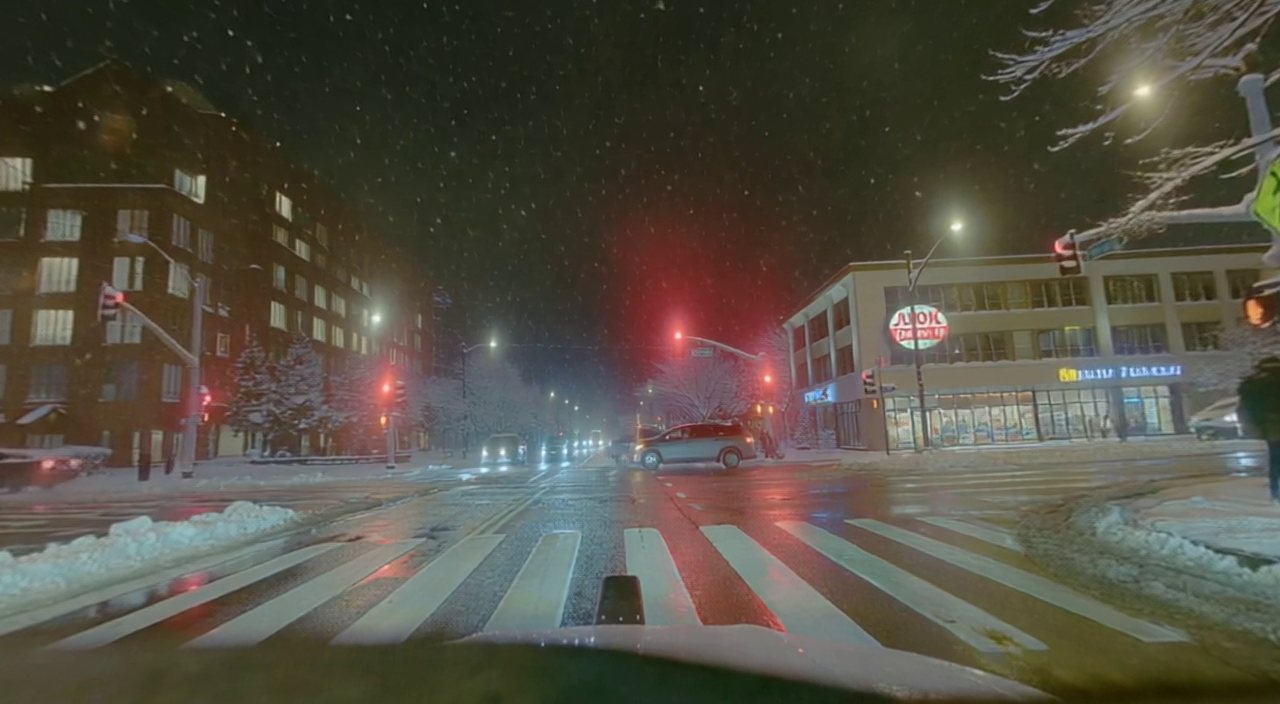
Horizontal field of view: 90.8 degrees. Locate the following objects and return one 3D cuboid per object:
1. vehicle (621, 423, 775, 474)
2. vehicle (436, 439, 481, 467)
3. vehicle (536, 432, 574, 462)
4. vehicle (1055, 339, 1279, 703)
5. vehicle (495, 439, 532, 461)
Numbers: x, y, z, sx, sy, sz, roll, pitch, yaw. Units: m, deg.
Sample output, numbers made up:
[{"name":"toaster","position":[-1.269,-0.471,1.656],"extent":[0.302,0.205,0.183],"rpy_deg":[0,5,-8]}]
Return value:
[{"name":"vehicle","position":[1.804,3.104,20.397],"extent":[4.612,1.521,1.811],"rpy_deg":[1,-9,-10]},{"name":"vehicle","position":[-10.899,6.092,38.207],"extent":[1.885,1.545,4.124],"rpy_deg":[1,-8,-6]},{"name":"vehicle","position":[-5.150,5.805,38.686],"extent":[1.976,1.683,4.117],"rpy_deg":[0,-8,-3]},{"name":"vehicle","position":[3.015,0.615,0.873],"extent":[1.866,1.654,4.354],"rpy_deg":[0,-8,0]},{"name":"vehicle","position":[-8.626,6.699,43.431],"extent":[1.906,1.402,4.904],"rpy_deg":[0,-8,-5]}]
